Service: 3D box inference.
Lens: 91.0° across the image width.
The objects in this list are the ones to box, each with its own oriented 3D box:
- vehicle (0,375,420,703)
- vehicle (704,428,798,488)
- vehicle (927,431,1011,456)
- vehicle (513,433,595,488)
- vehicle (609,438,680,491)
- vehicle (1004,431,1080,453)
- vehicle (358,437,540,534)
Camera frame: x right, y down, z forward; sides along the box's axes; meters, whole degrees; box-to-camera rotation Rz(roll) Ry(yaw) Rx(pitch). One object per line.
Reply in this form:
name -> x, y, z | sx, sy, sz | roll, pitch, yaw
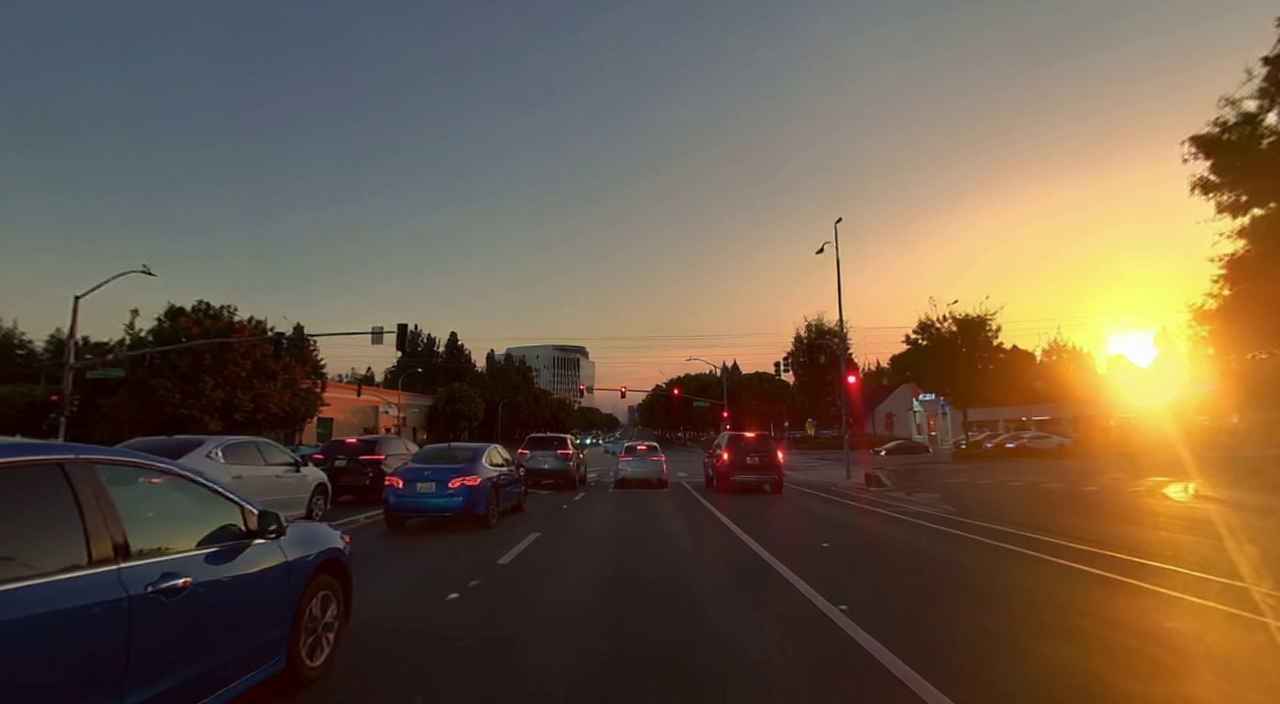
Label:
vehicle -> -3.095, 0.997, 2.970 | 2.249, 1.517, 4.951 | 0, -9, 1
vehicle -> 3.373, 3.338, 20.030 | 2.076, 1.691, 4.402 | 0, -9, -1
vehicle -> 23.350, 6.537, 44.841 | 4.781, 1.700, 1.986 | 0, -9, 1
vehicle -> -2.794, 3.677, 21.524 | 2.072, 1.694, 4.070 | 0, -9, 2
vehicle -> 0.151, 3.522, 20.015 | 2.032, 1.499, 3.994 | 0, -9, 1
vehicle -> 30.614, 6.881, 48.036 | 4.432, 1.680, 1.932 | 0, -9, 2
vehicle -> -3.316, 2.413, 11.988 | 2.014, 1.472, 4.357 | 0, -9, 1
